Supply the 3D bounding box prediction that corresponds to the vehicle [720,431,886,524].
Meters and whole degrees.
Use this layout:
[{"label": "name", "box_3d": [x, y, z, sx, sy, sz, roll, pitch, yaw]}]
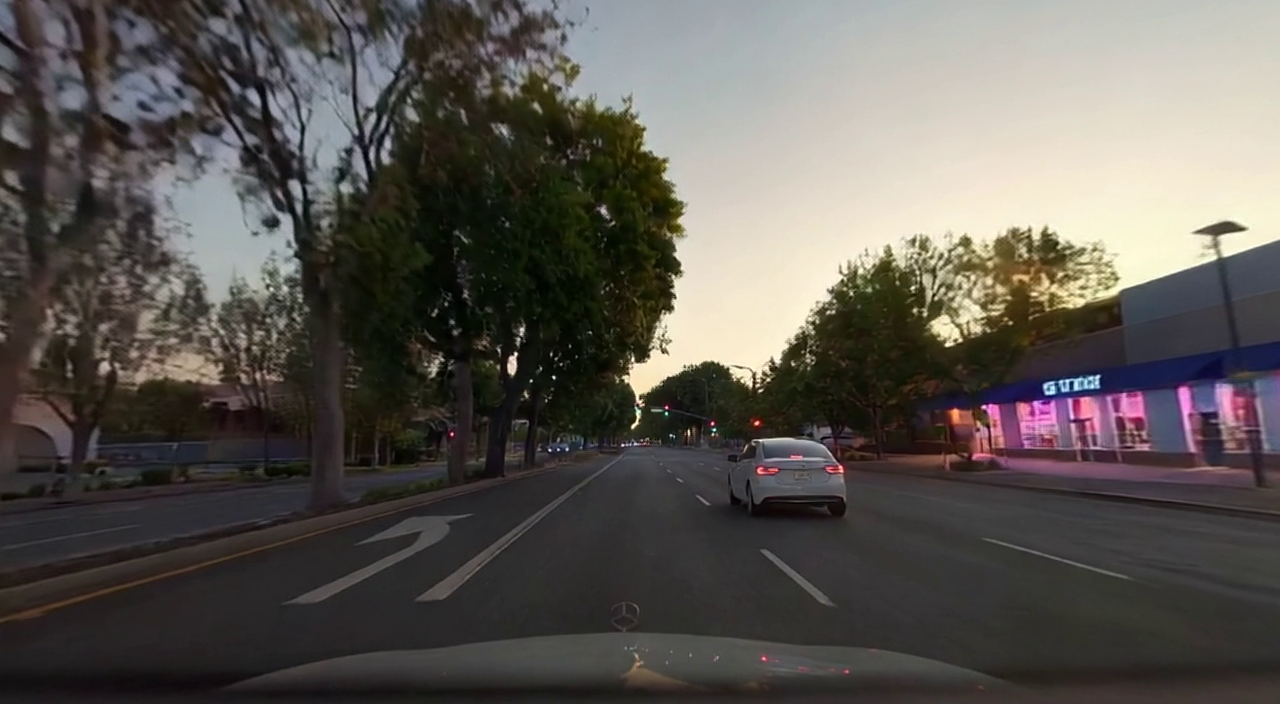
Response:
[{"label": "vehicle", "box_3d": [2.923, 2.369, 12.469, 2.015, 1.479, 4.444, 0, -8, -1]}]
